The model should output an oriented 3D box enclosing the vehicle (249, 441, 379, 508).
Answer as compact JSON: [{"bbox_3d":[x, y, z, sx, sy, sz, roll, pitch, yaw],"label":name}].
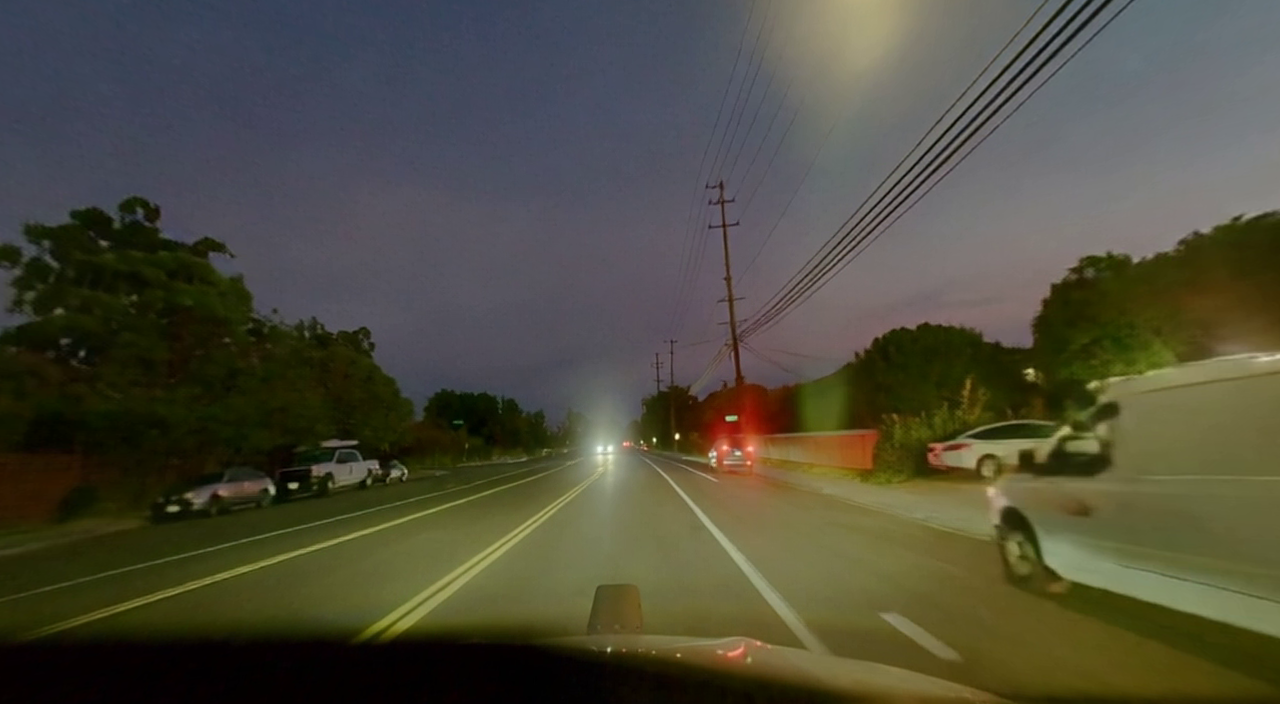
[{"bbox_3d":[-13.130,4.900,26.050,2.331,2.265,5.888,-2,-7,-1],"label":"vehicle"}]

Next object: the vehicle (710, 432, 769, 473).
[{"bbox_3d":[5.197,5.329,33.763,2.238,1.995,5.491,0,-9,0],"label":"vehicle"}]

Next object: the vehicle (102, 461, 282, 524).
[{"bbox_3d":[-13.320,4.163,19.256,2.041,1.573,4.575,0,-9,1],"label":"vehicle"}]

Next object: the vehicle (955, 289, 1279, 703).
[{"bbox_3d":[4.666,0.811,3.372,2.578,2.248,7.011,-1,-9,2],"label":"vehicle"}]
